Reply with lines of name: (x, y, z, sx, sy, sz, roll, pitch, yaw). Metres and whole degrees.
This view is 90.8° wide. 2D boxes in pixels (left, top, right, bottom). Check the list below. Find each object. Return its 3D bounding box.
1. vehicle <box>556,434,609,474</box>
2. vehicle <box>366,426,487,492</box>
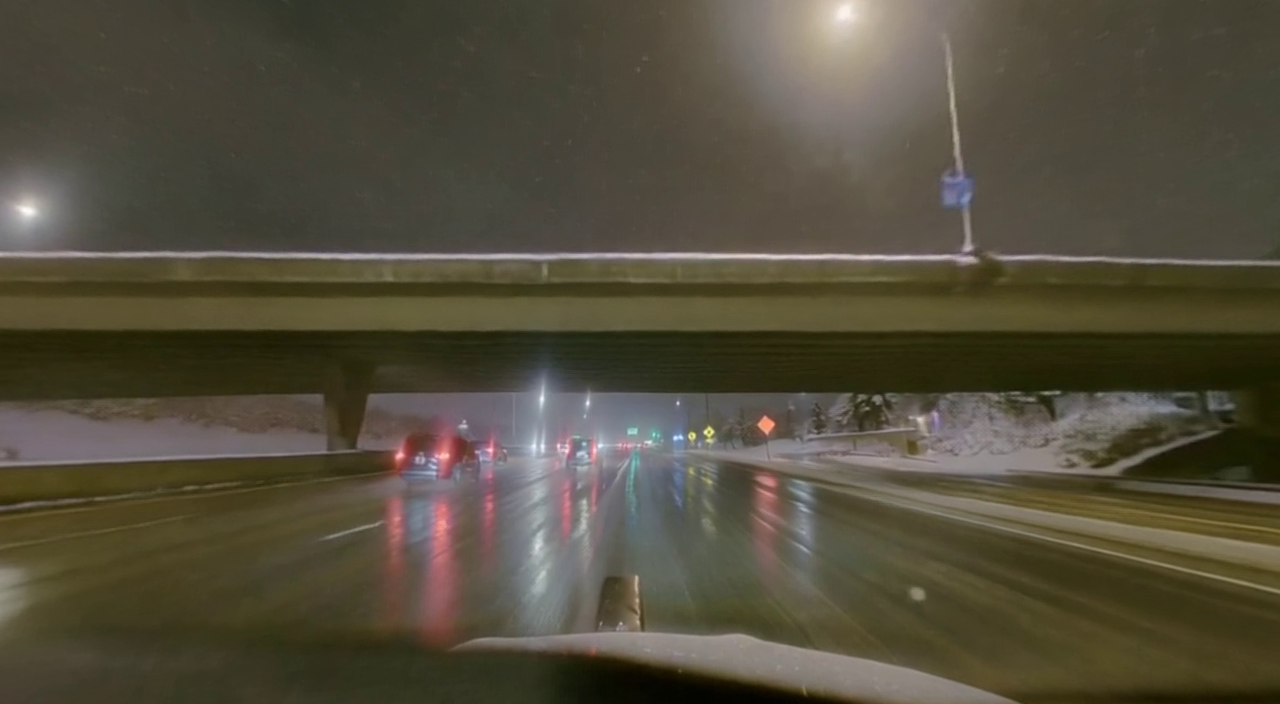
vehicle: (-2.601, 4.757, 29.603, 2.027, 1.697, 4.307, 0, -8, 0)
vehicle: (-6.396, 3.278, 19.618, 2.015, 1.762, 4.790, 0, -8, 1)
